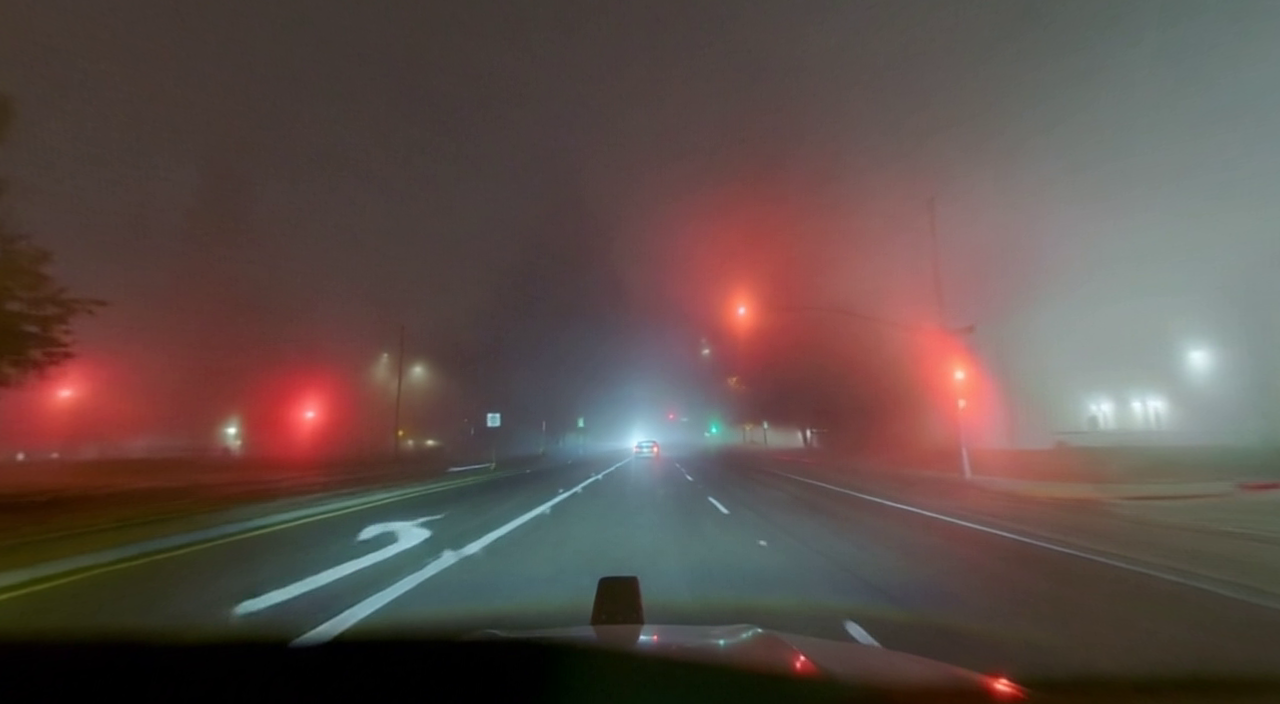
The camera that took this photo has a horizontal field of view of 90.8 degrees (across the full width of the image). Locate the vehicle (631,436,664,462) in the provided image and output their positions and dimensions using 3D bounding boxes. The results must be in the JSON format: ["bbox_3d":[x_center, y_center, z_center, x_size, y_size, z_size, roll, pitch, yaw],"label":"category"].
[{"bbox_3d":[0.528,6.392,41.729,2.037,1.568,3.693,-1,-8,2],"label":"vehicle"}]
